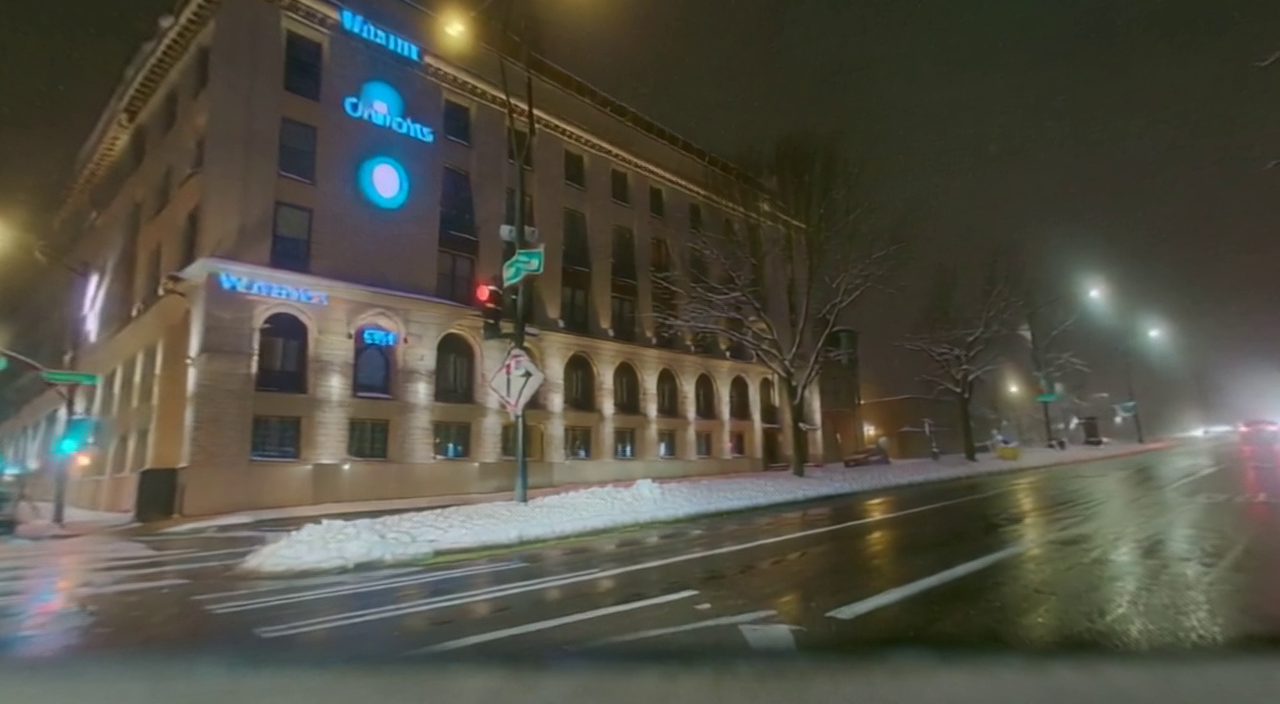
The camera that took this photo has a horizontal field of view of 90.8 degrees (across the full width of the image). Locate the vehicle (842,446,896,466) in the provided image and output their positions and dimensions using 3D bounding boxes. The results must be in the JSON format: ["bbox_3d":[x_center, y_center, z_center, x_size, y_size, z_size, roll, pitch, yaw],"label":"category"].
[{"bbox_3d":[17.683,7.999,48.667,4.442,1.440,1.840,7,-11,-40],"label":"vehicle"}]

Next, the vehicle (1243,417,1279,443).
[{"bbox_3d":[46.812,5.824,46.939,4.250,1.775,2.223,7,-11,-40],"label":"vehicle"}]

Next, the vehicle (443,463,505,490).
[{"bbox_3d":[-10.017,7.422,37.944,1.956,1.471,3.994,7,-12,-42],"label":"vehicle"}]
